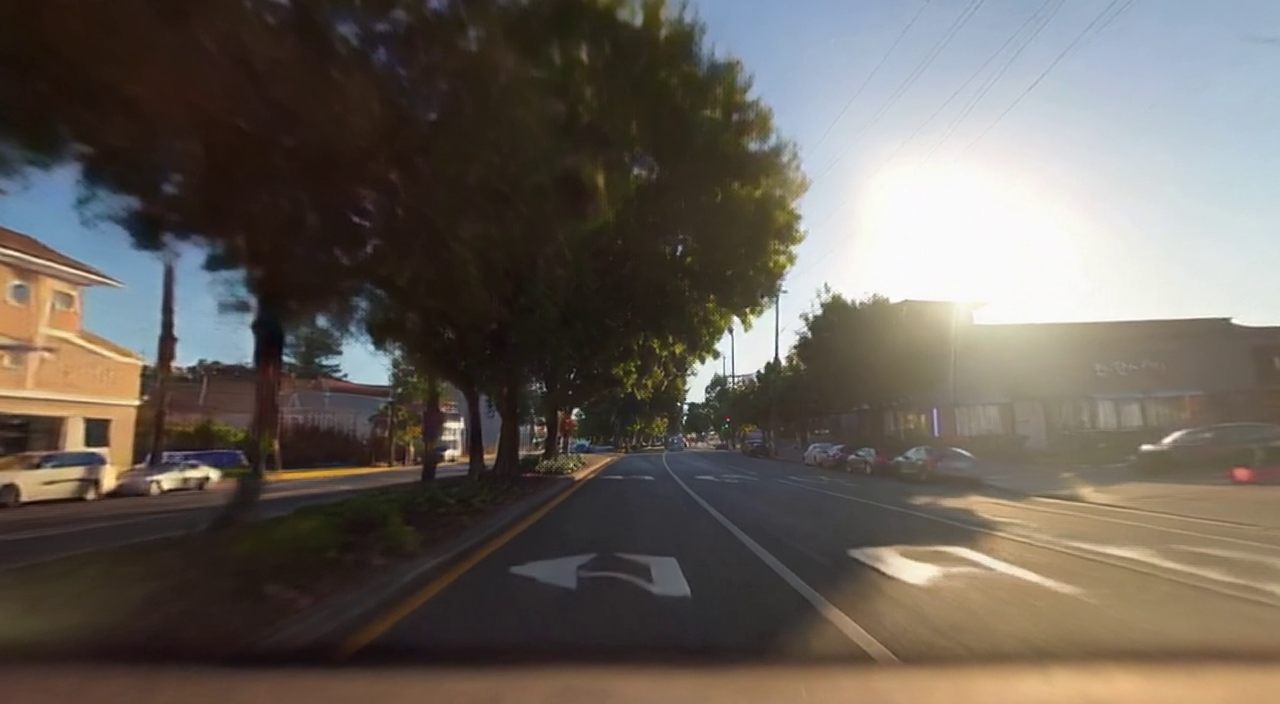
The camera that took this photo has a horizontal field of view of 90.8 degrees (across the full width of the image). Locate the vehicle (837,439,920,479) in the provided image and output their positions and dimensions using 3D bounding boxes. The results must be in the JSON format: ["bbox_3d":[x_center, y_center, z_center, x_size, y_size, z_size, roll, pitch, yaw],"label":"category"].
[{"bbox_3d":[9.836,4.440,26.428,1.726,1.486,4.394,0,-9,-1],"label":"vehicle"}]

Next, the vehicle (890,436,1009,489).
[{"bbox_3d":[10.105,3.635,21.013,1.901,1.586,3.903,0,-9,0],"label":"vehicle"}]

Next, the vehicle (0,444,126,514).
[{"bbox_3d":[-19.436,4.036,20.264,1.954,2.000,4.687,-3,-9,-1],"label":"vehicle"}]

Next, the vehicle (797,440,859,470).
[{"bbox_3d":[10.060,5.551,34.196,1.926,1.464,4.436,0,-9,-1],"label":"vehicle"}]

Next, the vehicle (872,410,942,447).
[{"bbox_3d":[19.235,5.650,45.917,2.179,2.441,5.974,-2,-8,-2],"label":"vehicle"}]

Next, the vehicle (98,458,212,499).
[{"bbox_3d":[-19.470,5.080,25.592,1.664,1.443,3.701,-1,-9,0],"label":"vehicle"}]
